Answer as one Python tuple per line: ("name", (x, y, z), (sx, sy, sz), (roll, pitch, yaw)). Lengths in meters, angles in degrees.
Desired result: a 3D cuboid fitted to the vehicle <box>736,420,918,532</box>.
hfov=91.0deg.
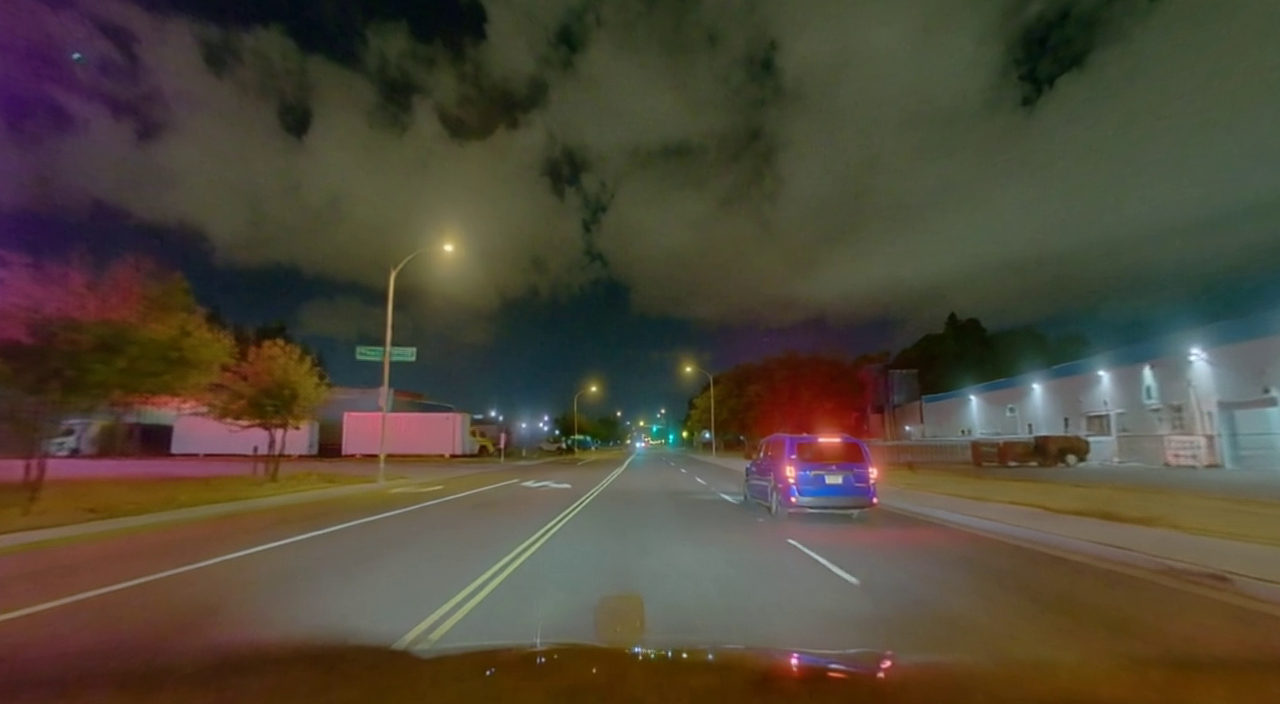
("vehicle", (3.440, 2.393, 12.811), (2.202, 1.822, 4.826), (0, -8, 0))
